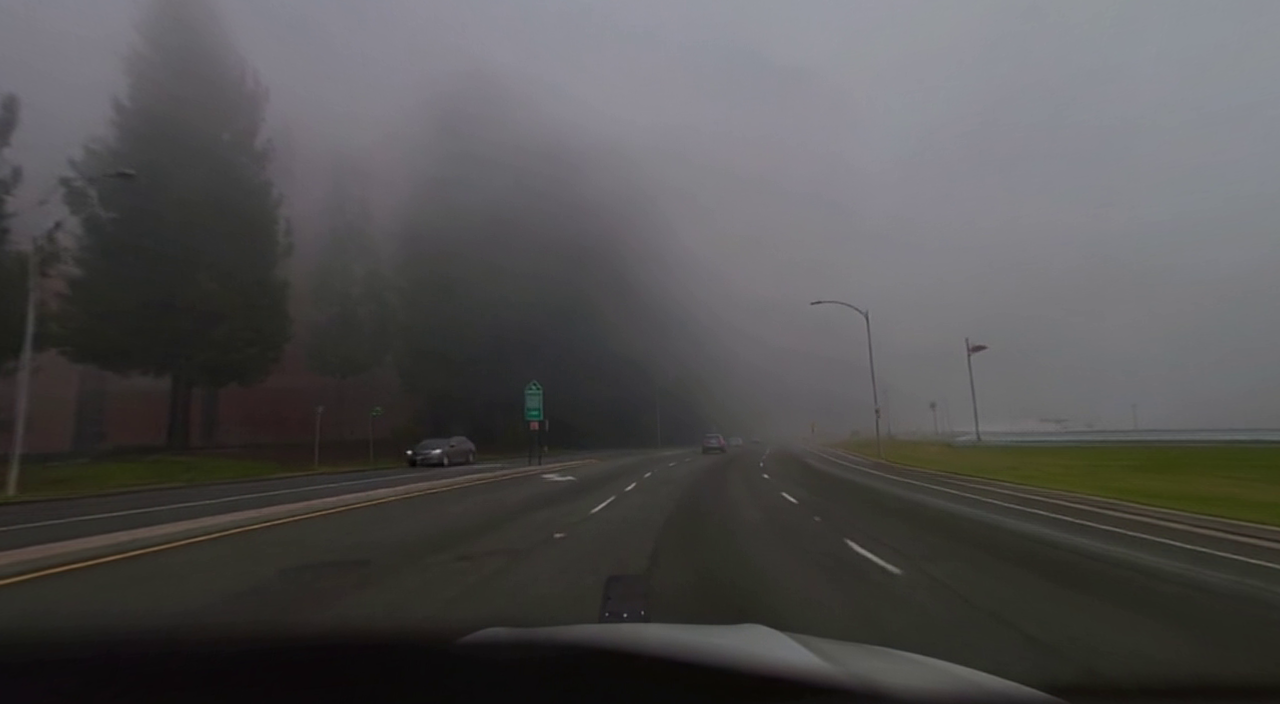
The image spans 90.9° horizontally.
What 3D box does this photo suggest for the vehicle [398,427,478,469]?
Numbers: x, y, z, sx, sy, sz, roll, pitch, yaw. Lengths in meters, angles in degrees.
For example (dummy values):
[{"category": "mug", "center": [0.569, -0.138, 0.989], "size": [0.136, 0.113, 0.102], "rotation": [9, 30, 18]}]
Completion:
[{"category": "vehicle", "center": [-10.377, 4.964, 32.873], "size": [2.080, 1.984, 4.778], "rotation": [-1, -8, 8]}]
